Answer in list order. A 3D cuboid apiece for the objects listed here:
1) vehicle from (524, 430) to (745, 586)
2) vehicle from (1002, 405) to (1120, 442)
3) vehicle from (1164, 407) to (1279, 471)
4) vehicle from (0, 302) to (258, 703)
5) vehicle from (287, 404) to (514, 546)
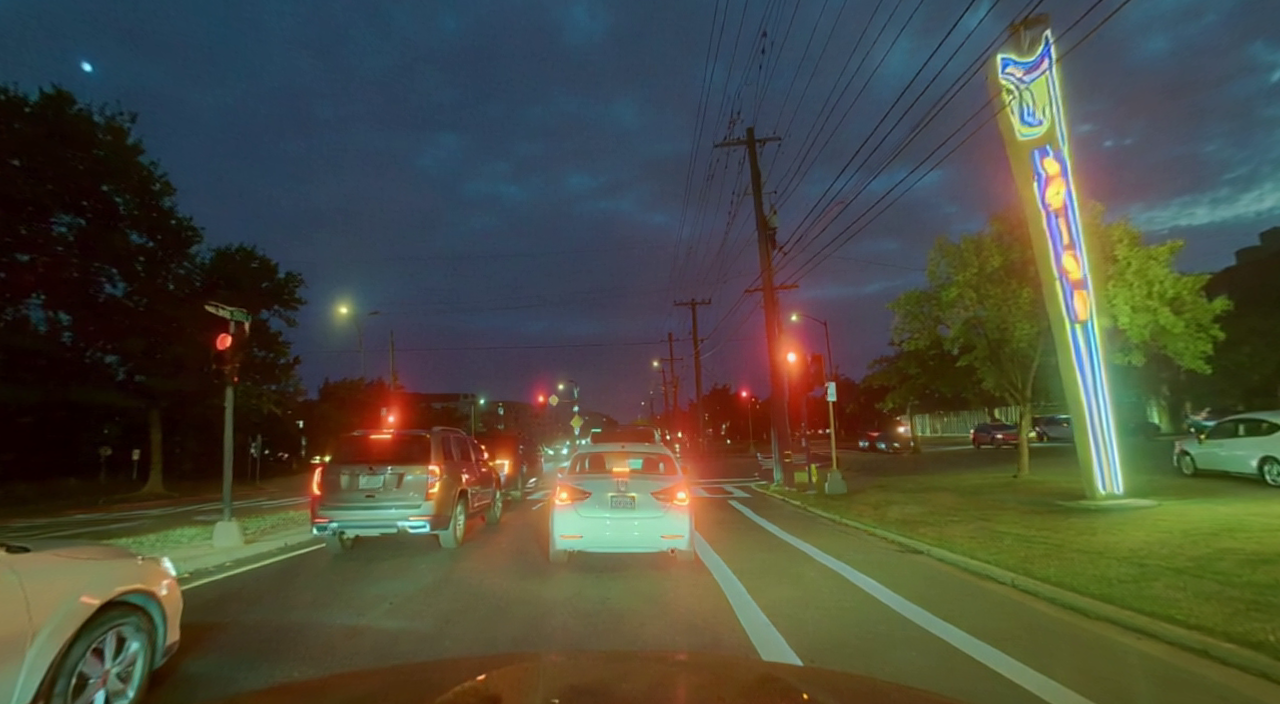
[{"bbox_3d":[-0.106,1.802,8.147,2.121,1.474,3.968,0,-8,-2],"label":"vehicle"},{"bbox_3d":[26.860,4.637,40.497,5.782,2.286,2.223,-1,-9,4],"label":"vehicle"},{"bbox_3d":[17.007,2.538,18.262,1.858,1.622,4.491,-5,-10,28],"label":"vehicle"},{"bbox_3d":[-3.602,0.637,1.533,2.085,1.943,5.053,0,-8,1],"label":"vehicle"},{"bbox_3d":[-3.850,2.088,11.374,2.147,1.963,4.927,0,-8,0],"label":"vehicle"}]
